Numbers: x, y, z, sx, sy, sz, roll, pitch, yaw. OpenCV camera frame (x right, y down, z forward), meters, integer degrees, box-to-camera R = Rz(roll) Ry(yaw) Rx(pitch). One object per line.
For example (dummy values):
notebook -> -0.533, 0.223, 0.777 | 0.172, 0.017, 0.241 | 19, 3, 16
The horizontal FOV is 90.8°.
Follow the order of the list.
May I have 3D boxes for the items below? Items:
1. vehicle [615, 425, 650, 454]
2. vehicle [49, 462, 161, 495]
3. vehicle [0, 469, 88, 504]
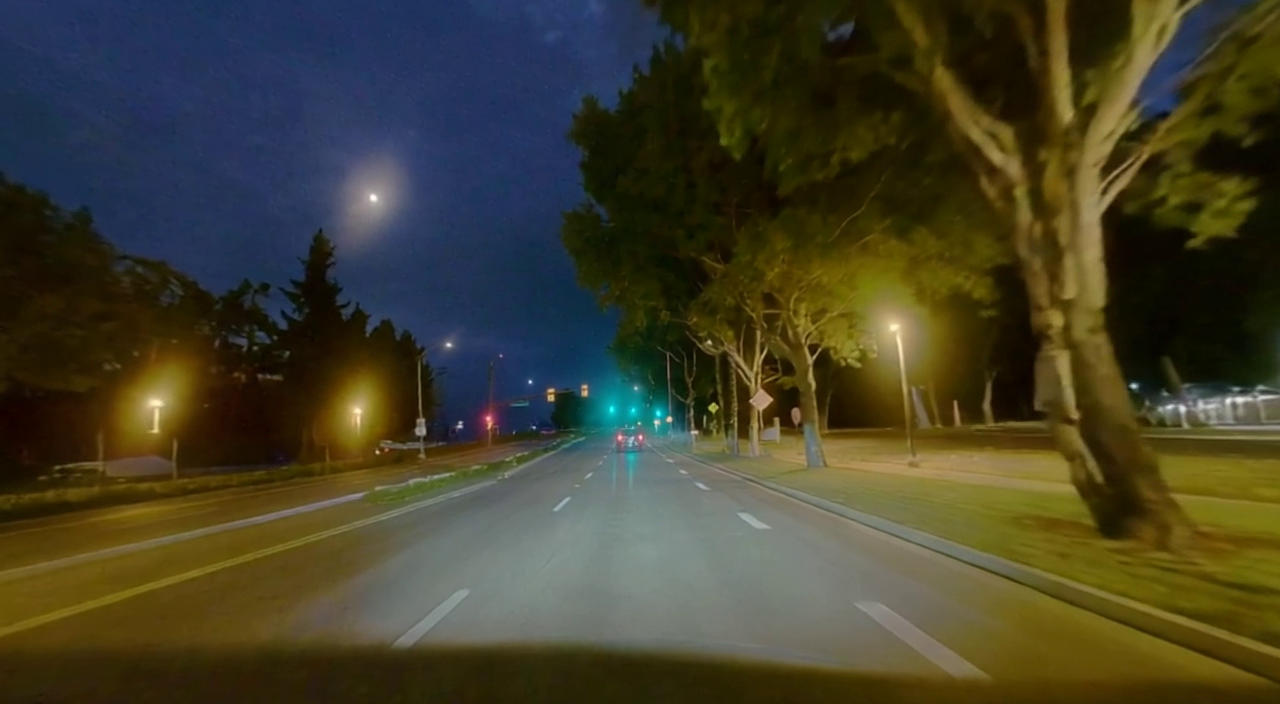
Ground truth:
vehicle -> -0.569, 5.846, 42.141 | 2.228, 1.790, 4.180 | 0, -8, -2
vehicle -> -30.205, 7.146, 35.779 | 4.497, 1.590, 2.029 | 0, -6, 1
vehicle -> -29.769, 6.456, 30.548 | 3.921, 1.526, 2.156 | 1, -8, -6
